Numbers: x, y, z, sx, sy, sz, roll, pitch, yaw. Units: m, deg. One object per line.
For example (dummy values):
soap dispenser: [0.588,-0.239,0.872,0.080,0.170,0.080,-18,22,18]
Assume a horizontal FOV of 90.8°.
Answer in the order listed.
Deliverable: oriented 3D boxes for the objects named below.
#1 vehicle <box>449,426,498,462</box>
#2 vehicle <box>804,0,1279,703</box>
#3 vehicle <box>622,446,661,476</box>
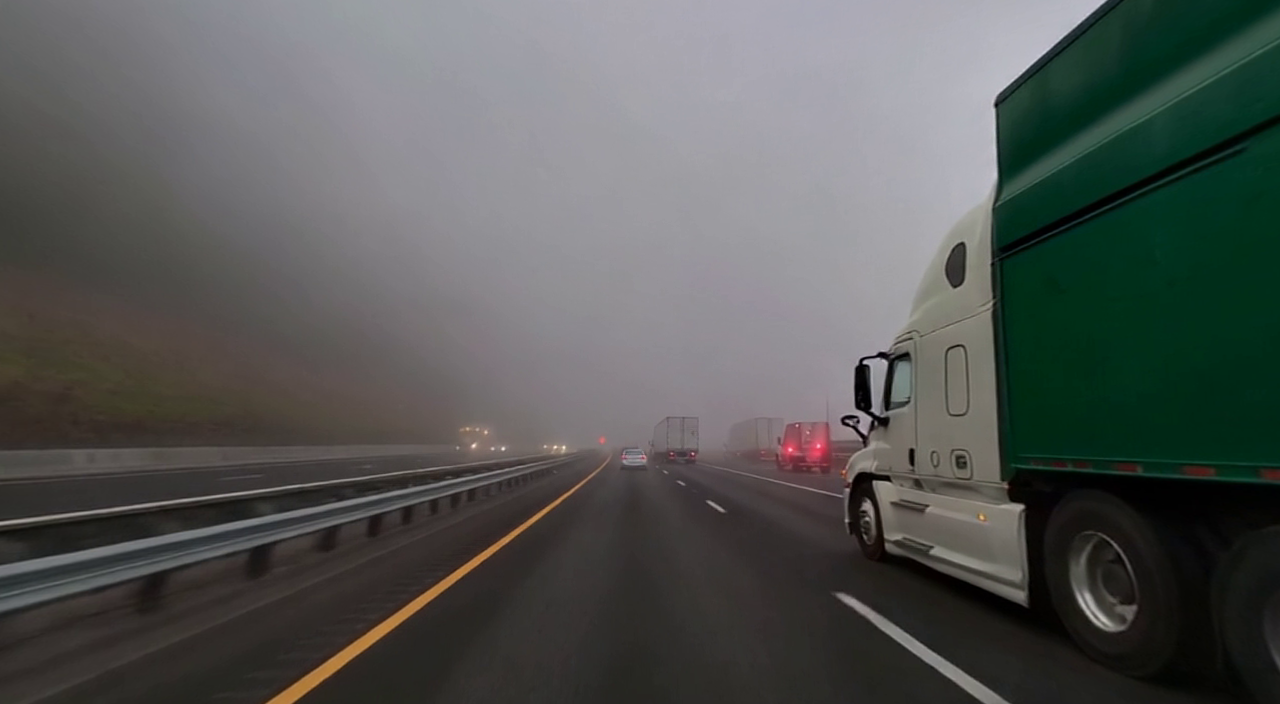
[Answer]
vehicle: [-13.067,7.309,49.958,2.278,2.621,5.863,0,-9,-1]
vehicle: [3.662,0.171,4.988,2.990,3.934,6.180,0,-9,0]
vehicle: [0.026,5.680,33.071,1.927,1.437,3.794,0,-9,-1]
